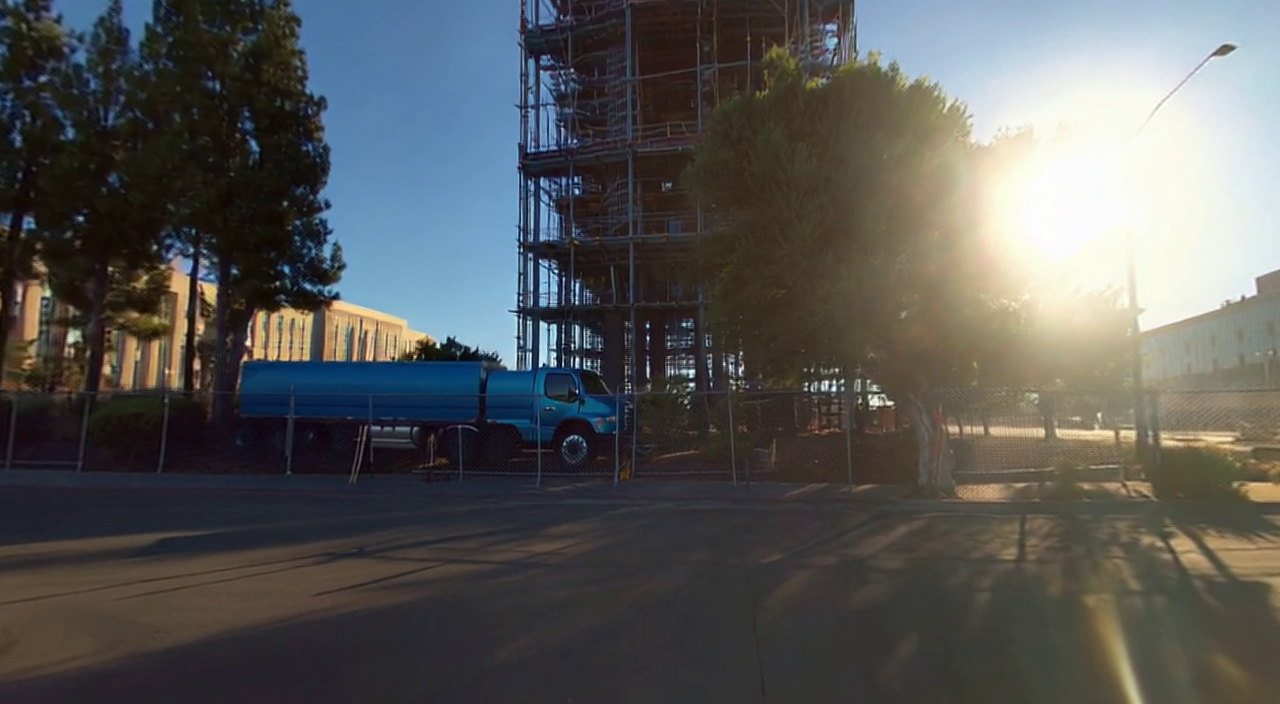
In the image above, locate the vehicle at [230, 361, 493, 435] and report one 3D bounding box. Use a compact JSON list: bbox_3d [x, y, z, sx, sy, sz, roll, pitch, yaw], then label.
[{"bbox_3d":[-16.214,2.846,37.818,14.067,4.099,2.832,1,-9,-5],"label":"vehicle"}]
